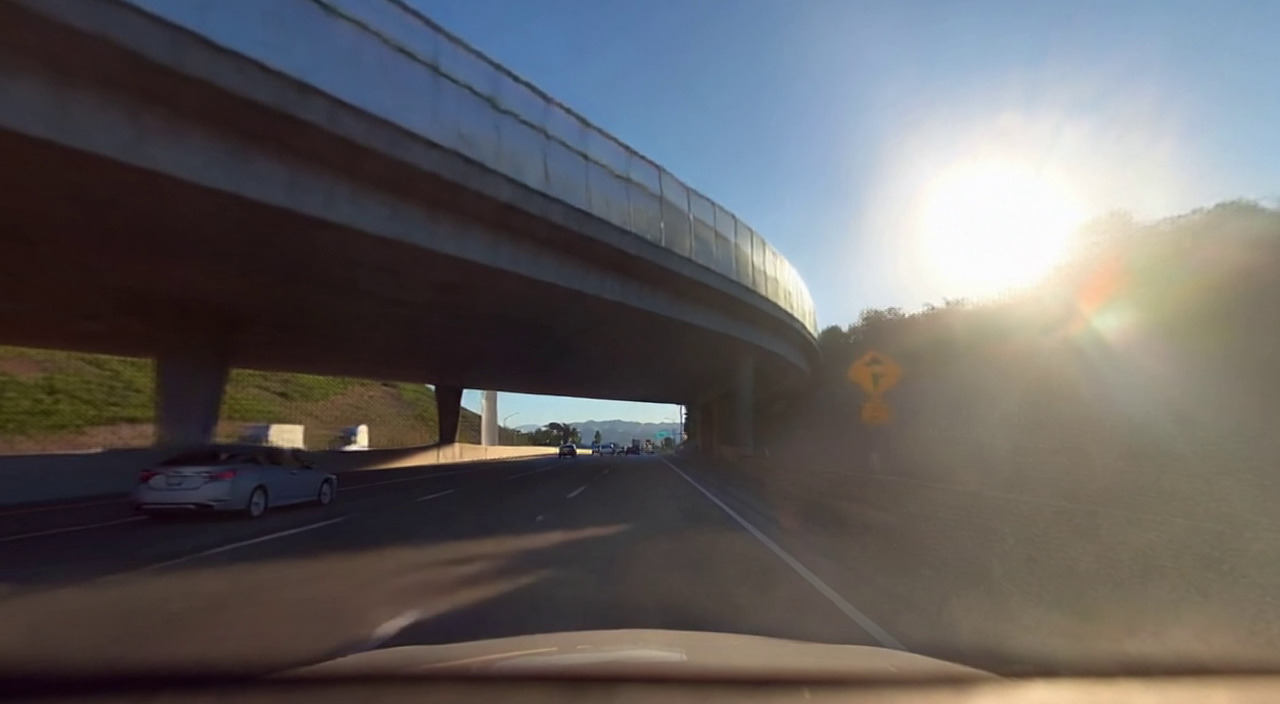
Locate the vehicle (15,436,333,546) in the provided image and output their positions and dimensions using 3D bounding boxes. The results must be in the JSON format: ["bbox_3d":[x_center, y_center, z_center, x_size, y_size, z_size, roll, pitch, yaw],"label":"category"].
[{"bbox_3d":[-7.480,2.230,10.878,1.949,1.465,4.563,0,-8,1],"label":"vehicle"}]
